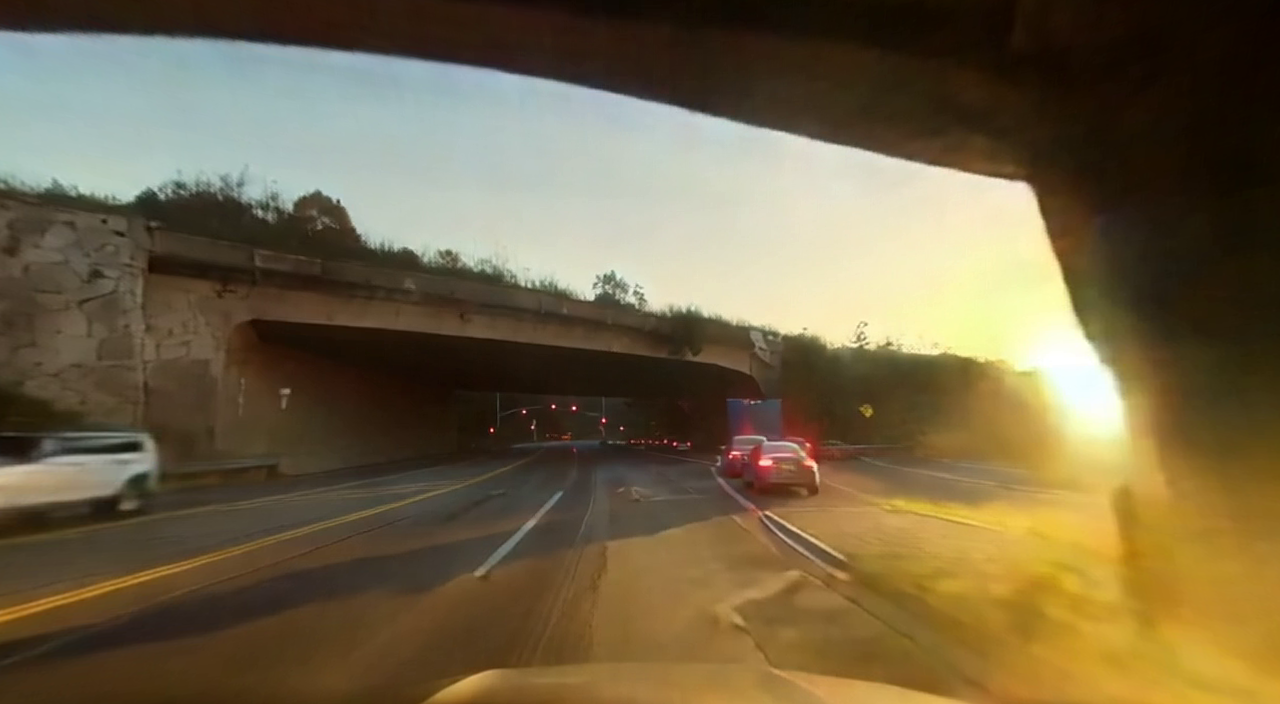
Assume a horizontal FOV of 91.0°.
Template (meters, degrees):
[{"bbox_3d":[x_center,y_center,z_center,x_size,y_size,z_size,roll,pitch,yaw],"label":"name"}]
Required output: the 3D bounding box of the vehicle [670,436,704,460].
[{"bbox_3d":[3.610,7.396,48.772,1.917,1.748,4.003,0,-8,-6],"label":"vehicle"}]

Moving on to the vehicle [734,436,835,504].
[{"bbox_3d":[3.492,2.900,15.948,1.947,1.475,3.962,-1,-8,6],"label":"vehicle"}]
